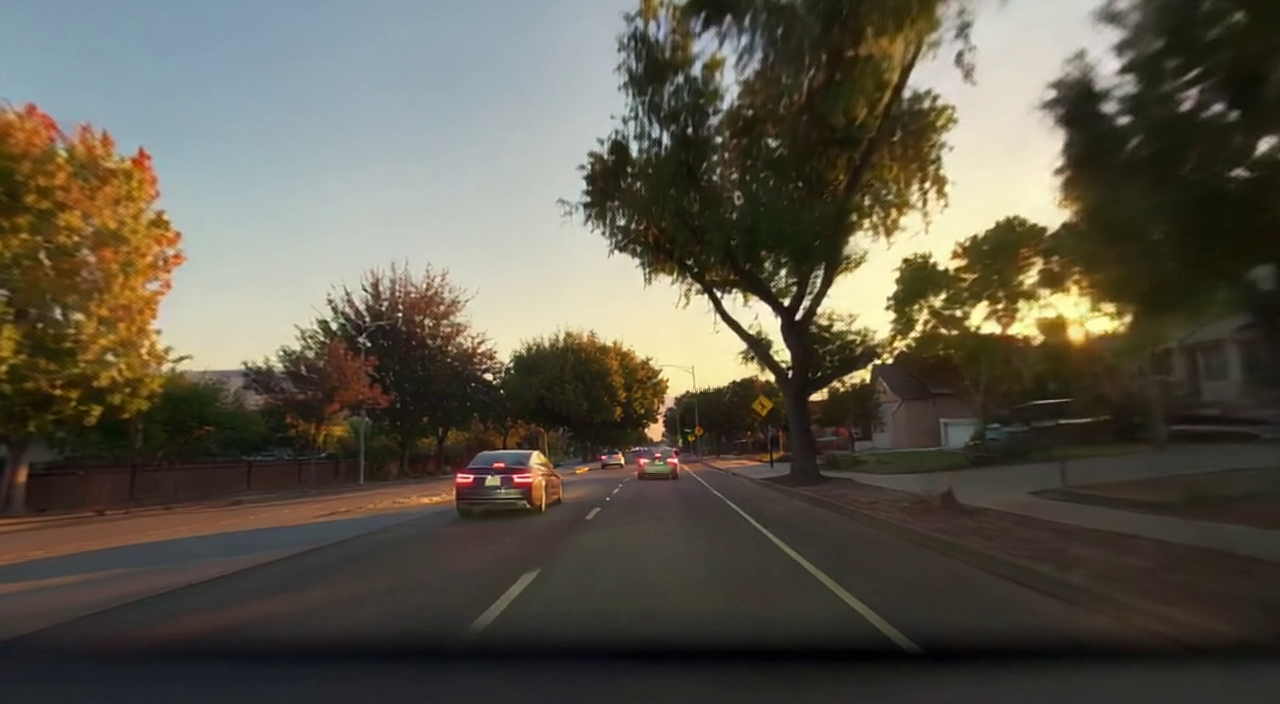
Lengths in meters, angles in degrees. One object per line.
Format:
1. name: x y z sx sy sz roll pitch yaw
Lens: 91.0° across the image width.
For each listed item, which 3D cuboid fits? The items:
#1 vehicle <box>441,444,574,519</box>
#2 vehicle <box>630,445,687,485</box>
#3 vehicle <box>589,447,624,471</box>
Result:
1. vehicle: -2.863 2.909 14.739 2.030 1.467 4.403 -1 -9 2
2. vehicle: 0.708 4.491 25.272 2.065 1.456 4.099 0 -9 1
3. vehicle: -2.240 7.320 43.267 2.114 1.500 3.912 -1 -9 2
